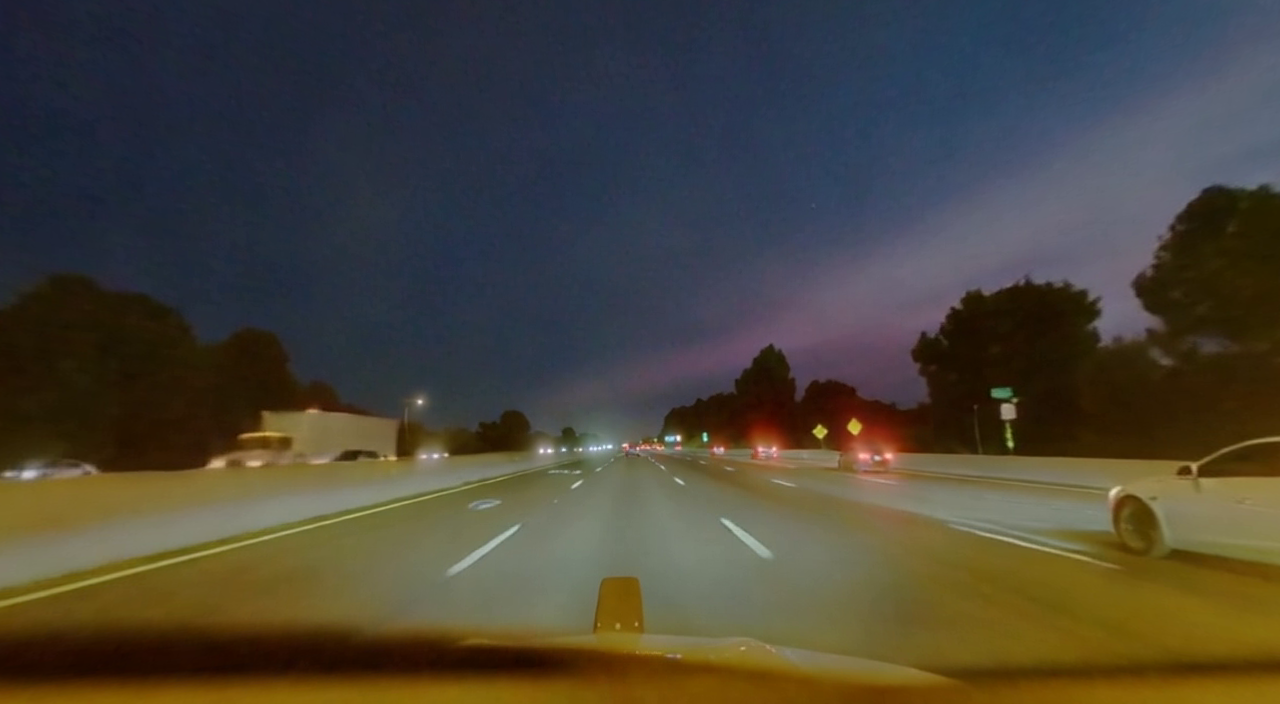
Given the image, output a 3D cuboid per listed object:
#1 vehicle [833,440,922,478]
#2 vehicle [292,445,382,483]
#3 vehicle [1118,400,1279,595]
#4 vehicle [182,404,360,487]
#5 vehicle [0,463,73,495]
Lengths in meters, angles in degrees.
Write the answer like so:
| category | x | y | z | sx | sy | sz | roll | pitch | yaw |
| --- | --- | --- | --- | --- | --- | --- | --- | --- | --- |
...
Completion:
| category | x | y | z | sx | sy | sz | roll | pitch | yaw |
| --- | --- | --- | --- | --- | --- | --- | --- | --- | --- |
| vehicle | 10.511 | 4.747 | 28.426 | 1.962 | 1.536 | 4.945 | 0 | -9 | -1 |
| vehicle | -11.183 | 4.121 | 23.584 | 1.620 | 1.274 | 3.583 | 0 | -8 | -1 |
| vehicle | 6.590 | 1.185 | 4.984 | 2.027 | 1.679 | 4.543 | 0 | -9 | 0 |
| vehicle | -15.375 | 4.039 | 27.302 | 2.814 | 3.036 | 7.829 | 0 | -9 | 1 |
| vehicle | -35.628 | 7.278 | 36.467 | 1.879 | 1.576 | 4.072 | -1 | -9 | 3 |
